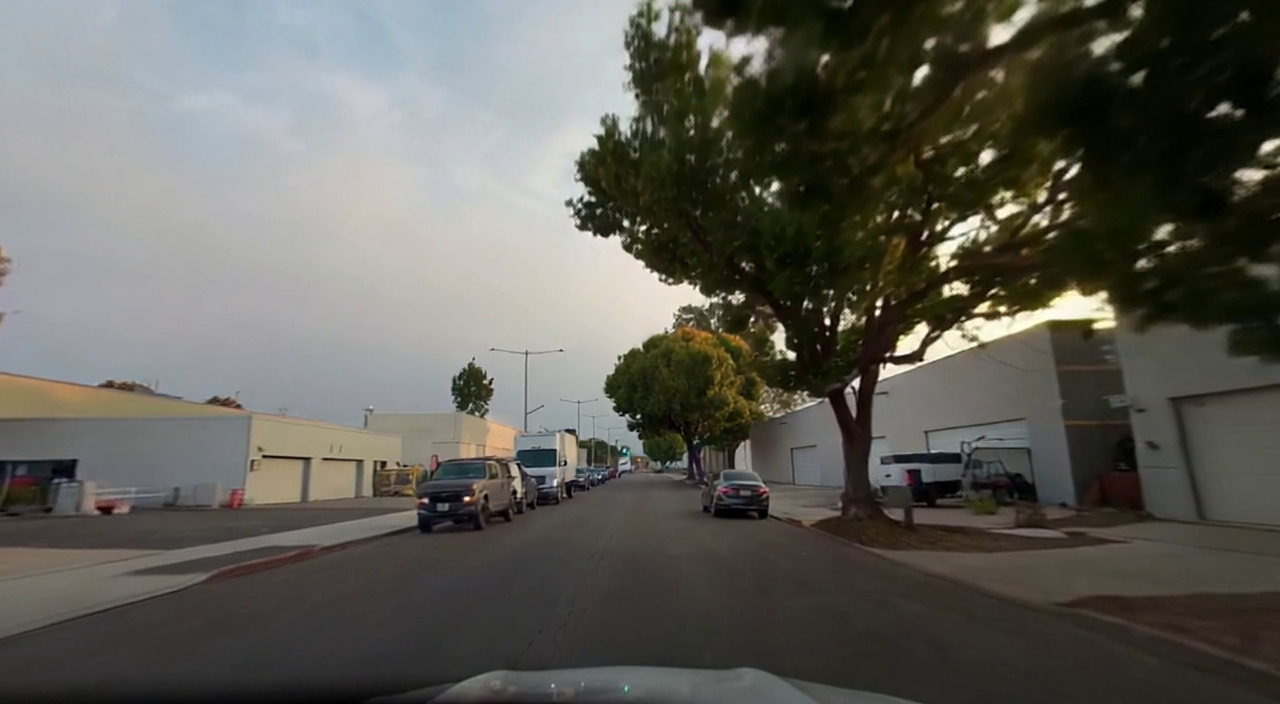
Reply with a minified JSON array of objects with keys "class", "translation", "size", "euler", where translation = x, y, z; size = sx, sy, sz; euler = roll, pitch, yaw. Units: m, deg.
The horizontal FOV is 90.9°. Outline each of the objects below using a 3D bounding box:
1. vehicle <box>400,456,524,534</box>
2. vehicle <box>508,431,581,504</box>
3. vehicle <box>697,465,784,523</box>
[{"class":"vehicle","translation":[-4.114,3.377,15.225],"size":[1.835,1.625,3.674],"euler":[0,-11,1]},{"class":"vehicle","translation":[-3.924,4.952,27.024],"size":[2.242,2.726,5.581],"euler":[1,-11,-1]},{"class":"vehicle","translation":[2.739,3.984,18.023],"size":[1.819,1.446,3.909],"euler":[1,-11,0]}]
